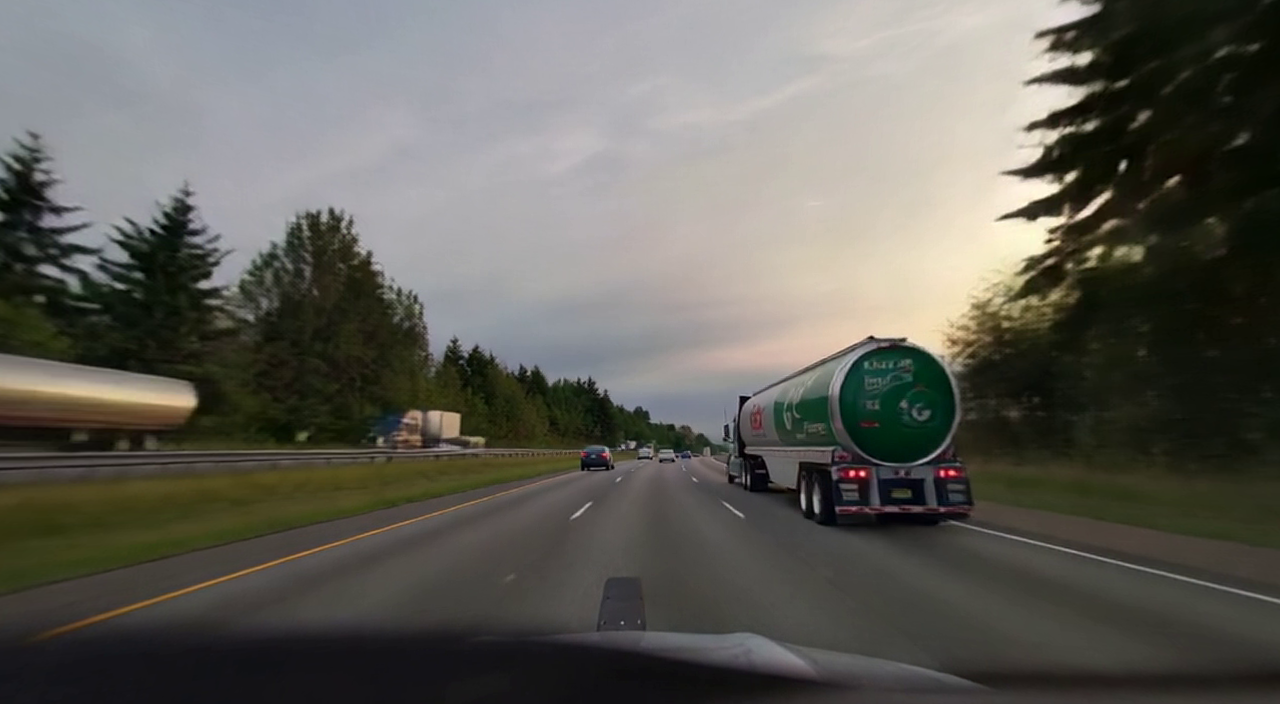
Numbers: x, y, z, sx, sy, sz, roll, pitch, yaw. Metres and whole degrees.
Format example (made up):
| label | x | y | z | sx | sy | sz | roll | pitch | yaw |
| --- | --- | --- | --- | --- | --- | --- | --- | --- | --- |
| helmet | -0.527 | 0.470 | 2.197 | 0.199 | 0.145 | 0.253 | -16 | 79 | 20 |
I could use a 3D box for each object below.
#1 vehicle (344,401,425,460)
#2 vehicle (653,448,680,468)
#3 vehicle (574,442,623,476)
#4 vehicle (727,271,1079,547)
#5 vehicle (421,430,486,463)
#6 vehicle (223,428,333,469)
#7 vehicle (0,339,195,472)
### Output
| label | x | y | z | sx | sy | sz | roll | pitch | yaw |
| --- | --- | --- | --- | --- | --- | --- | --- | --- | --- |
| vehicle | -18.398 | 5.786 | 45.895 | 2.971 | 4.003 | 6.027 | 0 | -8 | 3 |
| vehicle | 2.105 | 8.338 | 49.681 | 1.990 | 1.537 | 3.725 | 0 | -9 | 3 |
| vehicle | -2.191 | 5.864 | 34.703 | 2.205 | 1.728 | 4.397 | 0 | -9 | 3 |
| vehicle | 4.690 | 1.831 | 16.034 | 3.057 | 3.993 | 13.914 | 0 | -9 | 0 |
| vehicle | -10.936 | 5.613 | 37.269 | 2.114 | 1.777 | 4.794 | 0 | -9 | 3 |
| vehicle | -15.509 | 4.176 | 27.320 | 2.037 | 1.612 | 4.337 | 0 | -9 | 2 |
| vehicle | -19.945 | 1.802 | 20.098 | 2.805 | 3.811 | 11.459 | 0 | -8 | 1 |
